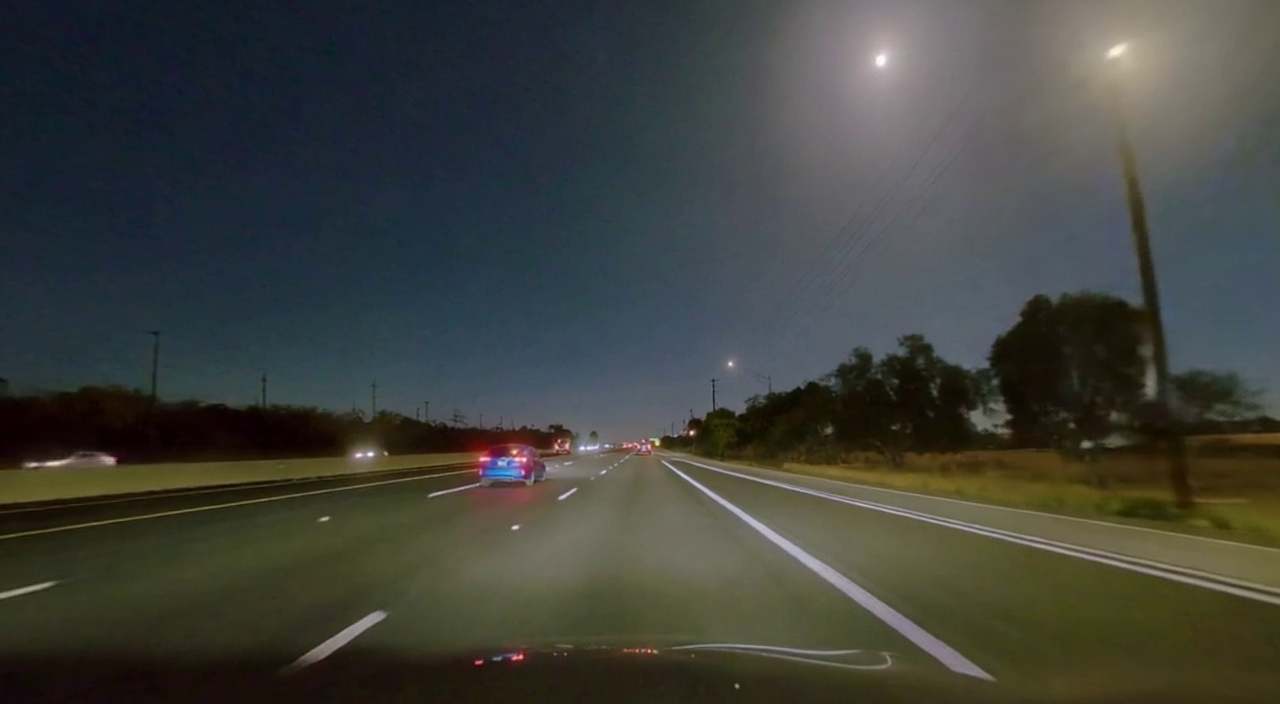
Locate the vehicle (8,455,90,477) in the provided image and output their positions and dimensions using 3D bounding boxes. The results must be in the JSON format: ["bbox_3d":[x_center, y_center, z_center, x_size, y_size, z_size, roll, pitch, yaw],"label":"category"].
[{"bbox_3d":[-43.404,8.359,46.397,1.766,1.493,4.410,0,-9,0],"label":"vehicle"}]

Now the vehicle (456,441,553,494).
[{"bbox_3d":[-4.248,3.703,20.582,2.104,1.501,4.459,0,-9,1],"label":"vehicle"}]
